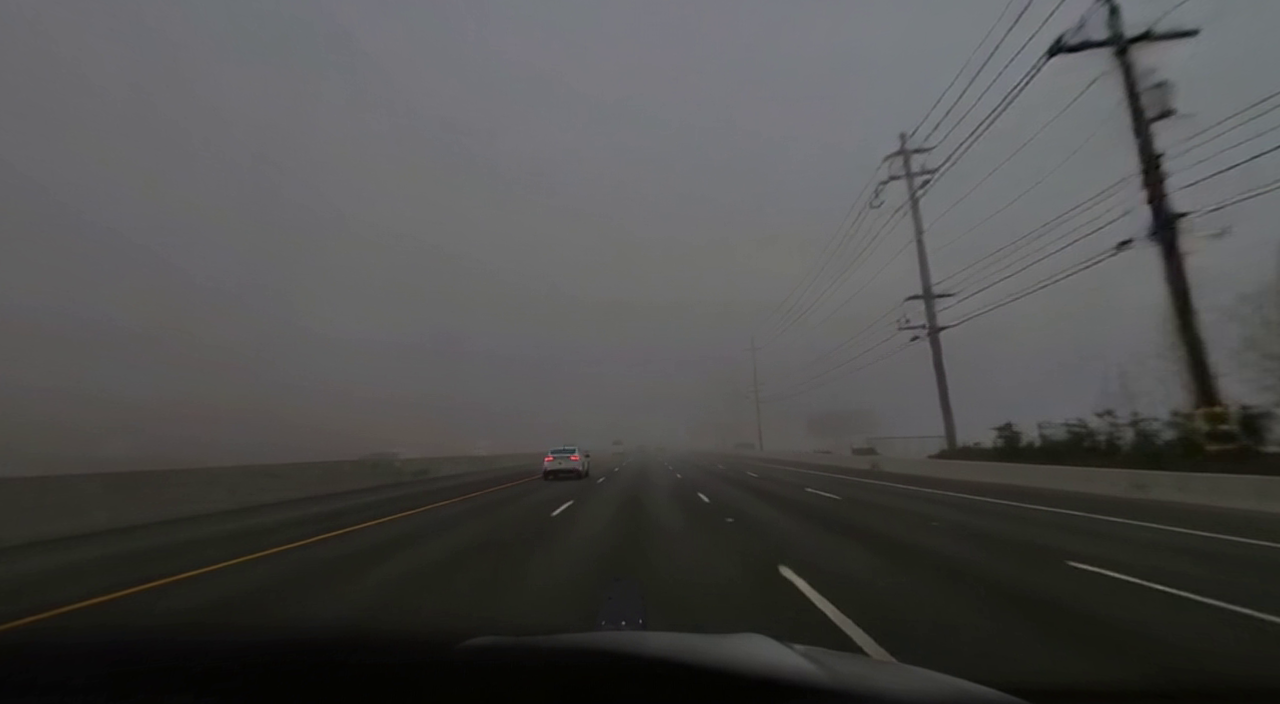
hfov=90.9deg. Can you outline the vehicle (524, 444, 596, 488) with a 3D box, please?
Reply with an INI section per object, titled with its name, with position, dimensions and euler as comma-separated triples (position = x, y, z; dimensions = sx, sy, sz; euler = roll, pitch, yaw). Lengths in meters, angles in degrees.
[vehicle]
position = -2.768, 4.031, 22.692
dimensions = 1.891, 1.444, 3.968
euler = 0, -8, 2
